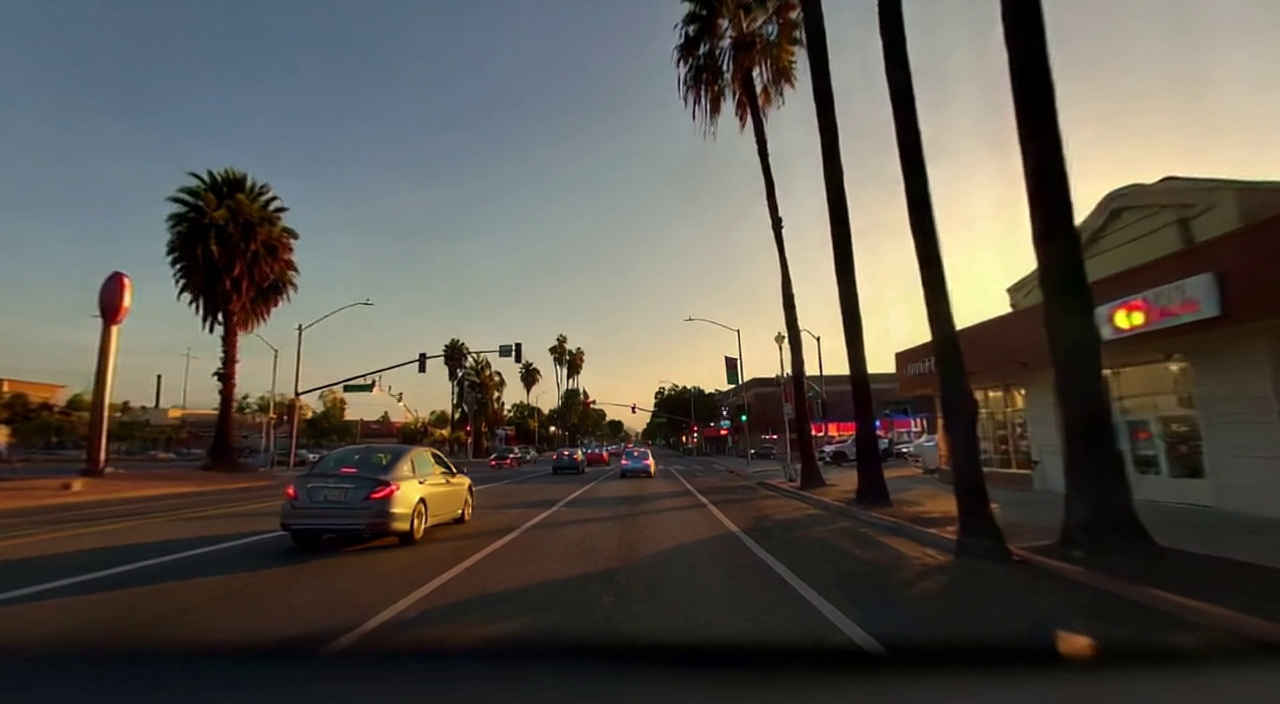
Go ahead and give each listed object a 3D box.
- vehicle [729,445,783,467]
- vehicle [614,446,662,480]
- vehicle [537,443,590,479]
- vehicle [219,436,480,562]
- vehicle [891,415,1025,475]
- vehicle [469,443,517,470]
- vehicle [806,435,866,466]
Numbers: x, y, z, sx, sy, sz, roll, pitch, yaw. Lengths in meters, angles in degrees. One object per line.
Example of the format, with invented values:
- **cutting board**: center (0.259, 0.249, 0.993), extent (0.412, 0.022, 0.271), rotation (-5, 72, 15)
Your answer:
- **vehicle**: center (8.709, 7.775, 47.079), extent (3.980, 1.486, 2.059), rotation (8, -12, -44)
- **vehicle**: center (-0.052, 5.176, 29.569), extent (2.094, 1.496, 4.070), rotation (0, -8, 1)
- **vehicle**: center (-3.640, 5.280, 30.714), extent (1.979, 1.634, 3.957), rotation (0, -8, 2)
- **vehicle**: center (-4.110, 2.117, 9.888), extent (1.904, 1.513, 4.410), rotation (0, -8, 1)
- **vehicle**: center (11.186, 3.368, 22.653), extent (2.111, 1.875, 5.301), rotation (-1, -8, 1)
- **vehicle**: center (-11.327, 8.047, 48.670), extent (2.286, 1.922, 5.328), rotation (0, -8, 2)
- **vehicle**: center (11.245, 5.680, 36.304), extent (1.982, 1.623, 4.211), rotation (0, -8, -2)
